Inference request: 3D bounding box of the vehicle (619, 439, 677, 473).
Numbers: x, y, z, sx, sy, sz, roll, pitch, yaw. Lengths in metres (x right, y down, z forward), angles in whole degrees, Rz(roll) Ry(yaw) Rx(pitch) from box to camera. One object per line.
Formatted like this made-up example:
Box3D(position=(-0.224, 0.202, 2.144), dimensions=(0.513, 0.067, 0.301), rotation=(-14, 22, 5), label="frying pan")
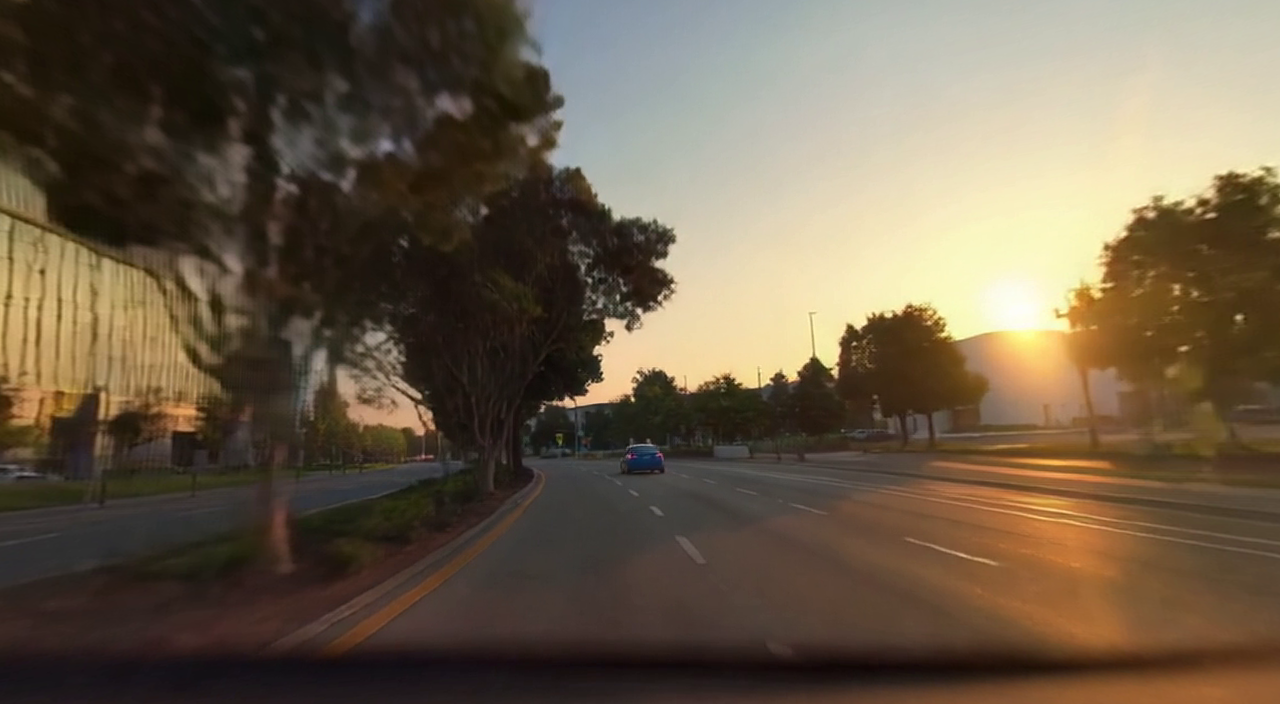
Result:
Box3D(position=(0.339, 5.318, 32.533), dimensions=(2.165, 1.633, 4.381), rotation=(1, -9, -10), label="vehicle")
